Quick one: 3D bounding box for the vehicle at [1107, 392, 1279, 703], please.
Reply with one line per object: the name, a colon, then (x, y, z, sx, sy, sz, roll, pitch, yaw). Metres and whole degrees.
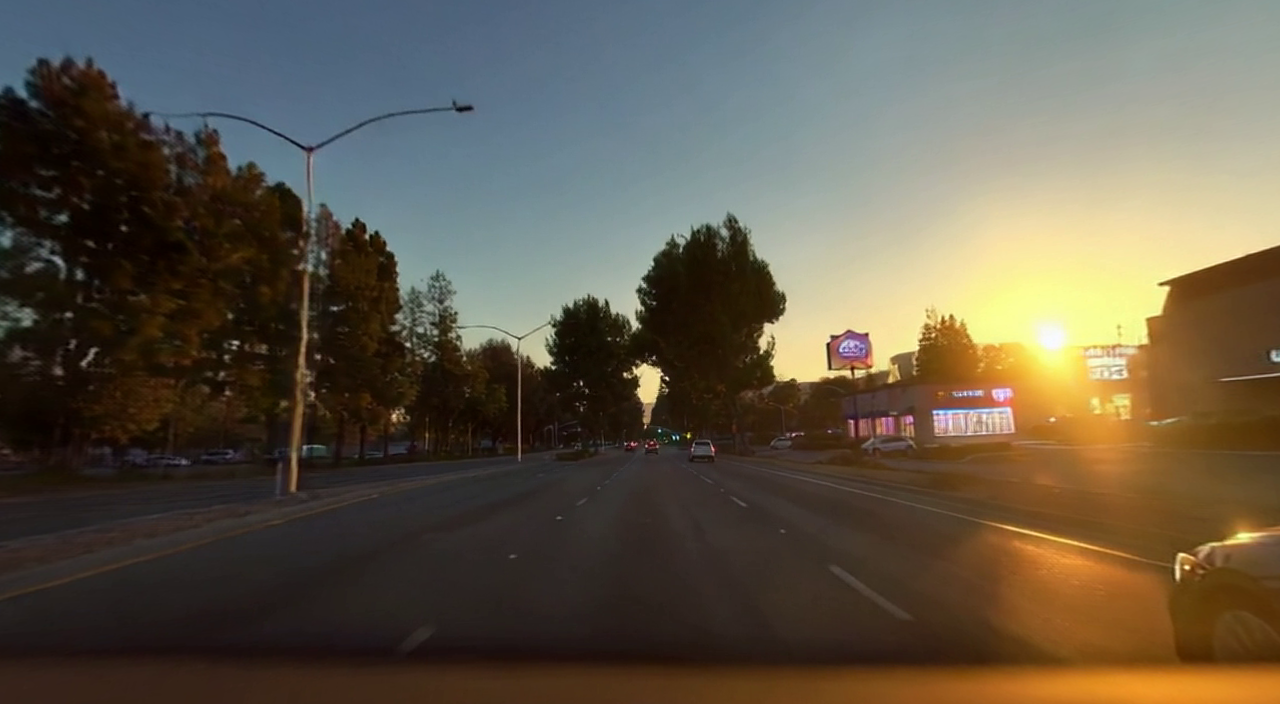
vehicle: (3.567, 0.710, 1.050, 1.995, 1.528, 4.732, 0, -8, 1)

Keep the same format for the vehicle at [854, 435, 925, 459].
vehicle: (18.312, 6.964, 46.405, 4.386, 1.701, 2.121, -1, -8, 3)

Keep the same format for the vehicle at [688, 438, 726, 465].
vehicle: (4.376, 6.603, 41.949, 2.007, 1.683, 4.171, 0, -8, -1)
